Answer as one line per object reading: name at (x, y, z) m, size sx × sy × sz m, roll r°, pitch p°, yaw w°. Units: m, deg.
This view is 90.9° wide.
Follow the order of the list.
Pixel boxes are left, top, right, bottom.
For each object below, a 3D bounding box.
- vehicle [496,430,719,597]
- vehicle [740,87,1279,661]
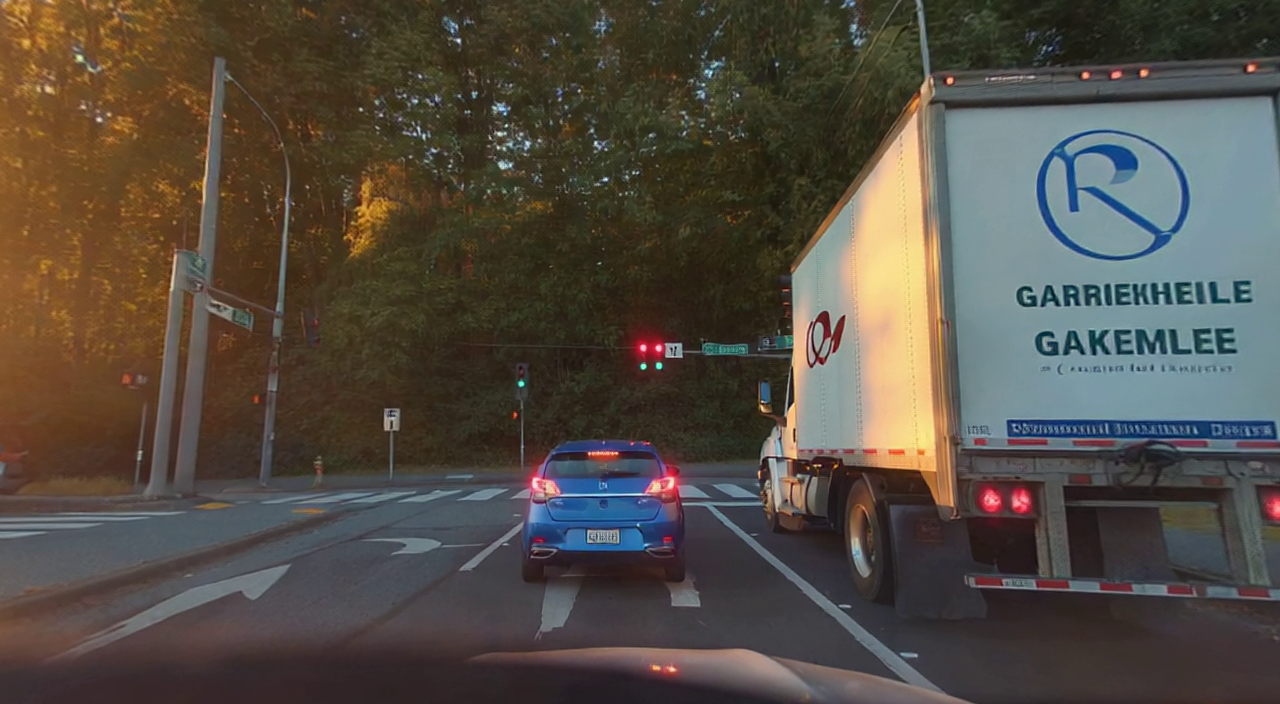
vehicle at (-0.322, 1.706, 7.423) m, size 1.975 × 1.457 × 3.526 m, roll 0°, pitch -9°, yaw -1°
vehicle at (3.552, 0.767, 8.939) m, size 2.884 × 3.753 × 9.763 m, roll 0°, pitch -9°, yaw 2°
